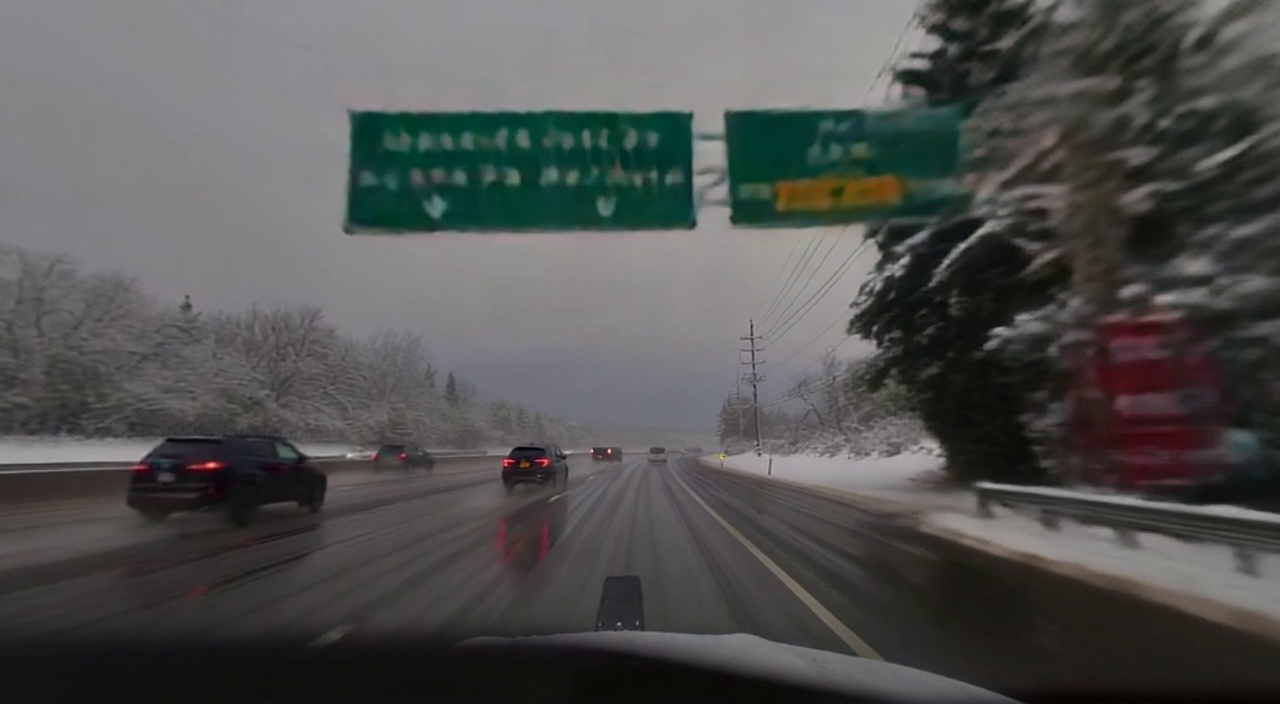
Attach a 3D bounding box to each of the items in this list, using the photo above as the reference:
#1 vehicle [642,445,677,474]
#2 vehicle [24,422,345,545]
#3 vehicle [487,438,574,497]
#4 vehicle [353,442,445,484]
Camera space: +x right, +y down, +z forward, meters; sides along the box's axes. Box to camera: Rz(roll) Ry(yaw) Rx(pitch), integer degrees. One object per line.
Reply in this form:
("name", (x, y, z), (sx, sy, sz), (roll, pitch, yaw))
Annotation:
("vehicle", (1.243, 6.710, 39.445), (2.038, 1.677, 4.219), (0, -9, 2))
("vehicle", (-7.502, 2.203, 11.254), (2.043, 1.696, 4.851), (0, -9, 1))
("vehicle", (-3.387, 3.658, 20.318), (1.976, 1.688, 4.124), (0, -9, 1))
("vehicle", (-10.704, 4.942, 28.435), (2.097, 1.722, 4.981), (0, -9, 1))
